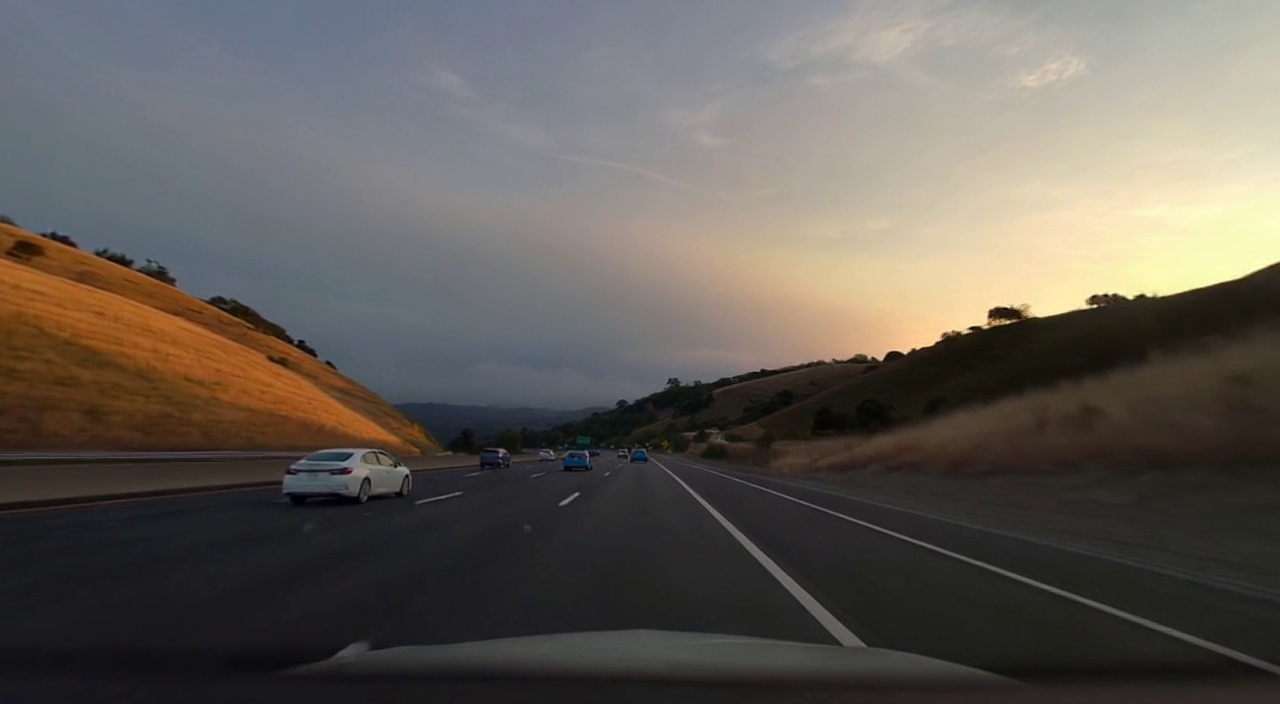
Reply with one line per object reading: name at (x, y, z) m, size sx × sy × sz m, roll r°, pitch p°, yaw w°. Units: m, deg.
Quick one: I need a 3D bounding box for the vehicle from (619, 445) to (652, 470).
vehicle at (-0.337, 7.324, 44.076) m, size 2.225 × 1.674 × 4.044 m, roll 0°, pitch -8°, yaw -1°

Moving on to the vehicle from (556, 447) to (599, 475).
vehicle at (-3.686, 6.493, 37.915) m, size 2.144 × 1.505 × 4.649 m, roll 0°, pitch -8°, yaw 0°

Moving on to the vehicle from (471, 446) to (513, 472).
vehicle at (-11.020, 7.970, 47.246) m, size 2.025 × 1.750 × 4.505 m, roll 0°, pitch -8°, yaw 1°

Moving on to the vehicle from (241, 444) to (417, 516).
vehicle at (-7.119, 2.932, 15.063) m, size 1.991 × 1.441 × 4.265 m, roll 0°, pitch -8°, yaw 1°
